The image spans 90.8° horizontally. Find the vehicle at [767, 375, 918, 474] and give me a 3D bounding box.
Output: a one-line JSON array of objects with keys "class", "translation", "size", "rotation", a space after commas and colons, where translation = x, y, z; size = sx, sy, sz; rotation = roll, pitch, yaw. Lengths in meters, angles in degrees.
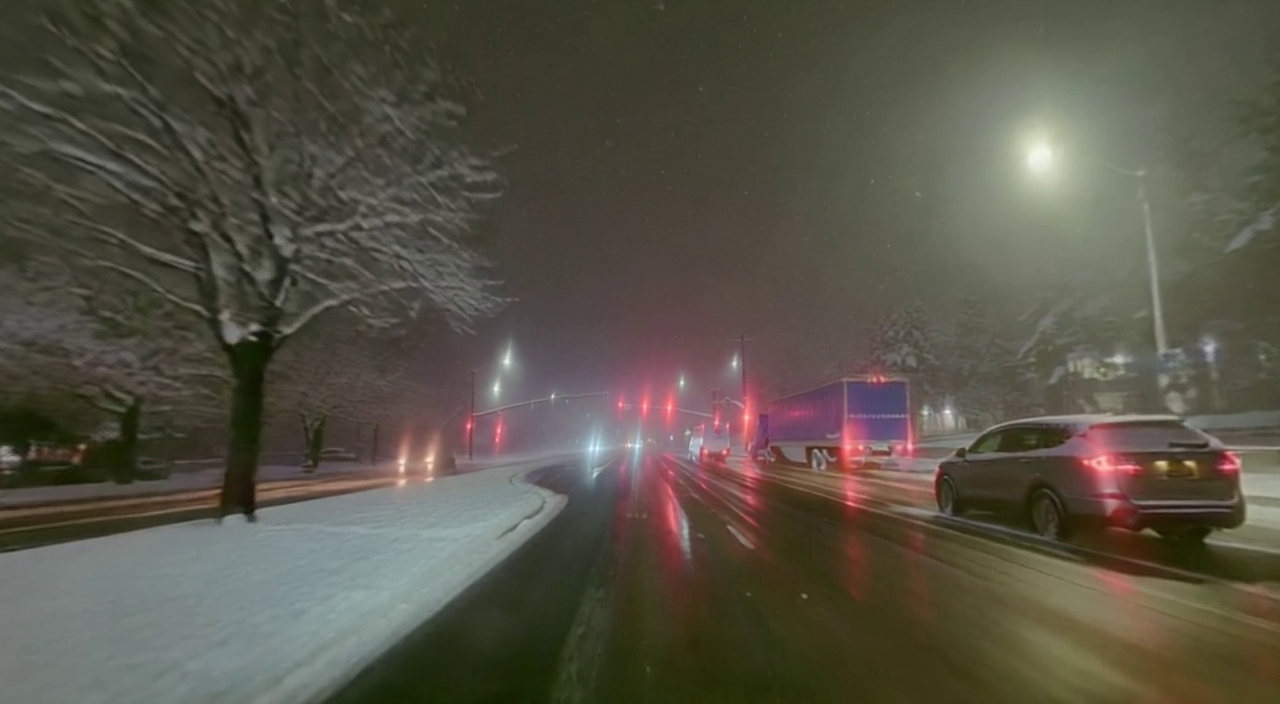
[{"class": "vehicle", "translation": [10.310, 4.287, 35.420], "size": [2.975, 4.201, 17.050], "rotation": [0, -8, 0]}]

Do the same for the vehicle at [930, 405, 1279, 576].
[{"class": "vehicle", "translation": [6.227, 1.773, 8.912], "size": [2.012, 1.754, 4.635], "rotation": [0, -8, -1]}]

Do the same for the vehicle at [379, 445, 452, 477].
[{"class": "vehicle", "translation": [-11.247, 5.487, 32.057], "size": [1.954, 1.496, 4.590], "rotation": [0, -8, 1]}]

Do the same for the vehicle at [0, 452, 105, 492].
[{"class": "vehicle", "translation": [-24.751, 4.819, 25.479], "size": [4.499, 1.507, 1.978], "rotation": [0, -8, 0]}]
